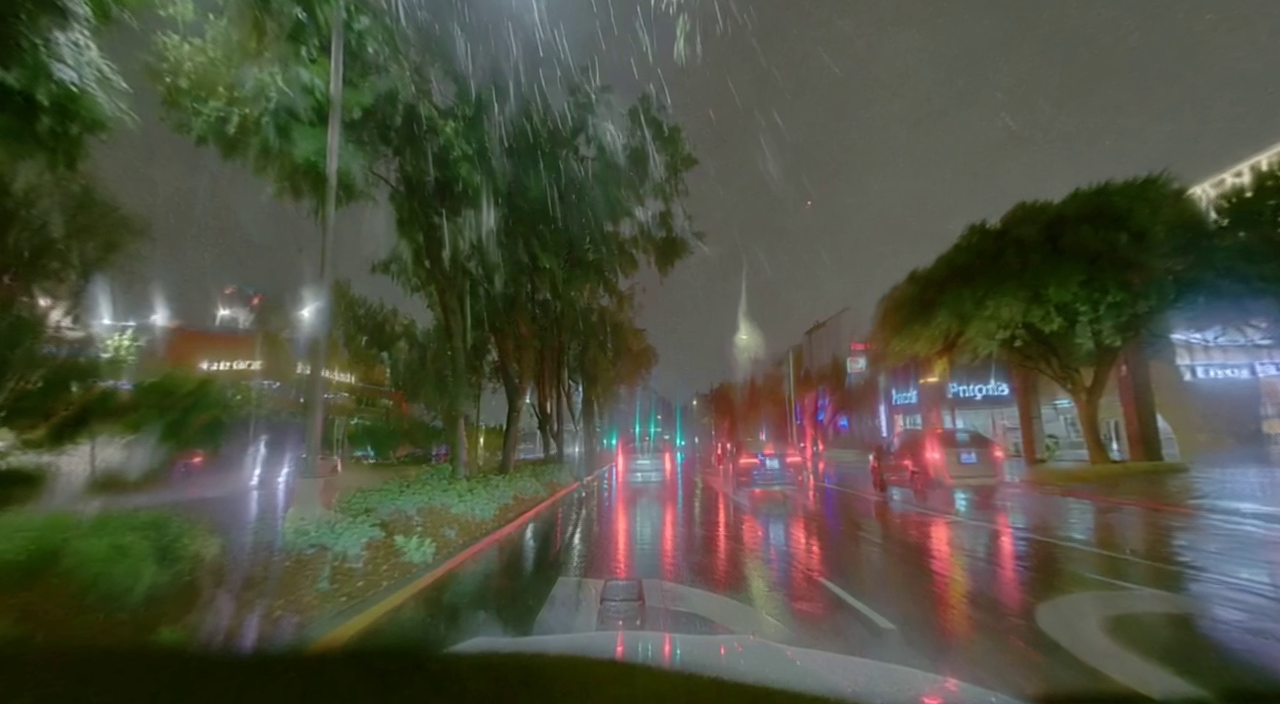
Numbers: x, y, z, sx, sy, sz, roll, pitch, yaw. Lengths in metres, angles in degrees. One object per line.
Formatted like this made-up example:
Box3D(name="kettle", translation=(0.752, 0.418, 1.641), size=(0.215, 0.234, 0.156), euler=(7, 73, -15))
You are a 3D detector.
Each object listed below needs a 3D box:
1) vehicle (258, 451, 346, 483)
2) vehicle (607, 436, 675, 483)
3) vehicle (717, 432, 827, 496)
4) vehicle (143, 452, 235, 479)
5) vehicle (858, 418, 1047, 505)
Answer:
Box3D(name="vehicle", translation=(-17.476, 5.956, 32.951), size=(2.069, 1.460, 4.716), euler=(0, -8, -1))
Box3D(name="vehicle", translation=(0.008, 3.633, 21.643), size=(2.101, 1.444, 4.248), euler=(0, -8, -1))
Box3D(name="vehicle", translation=(3.375, 2.970, 17.100), size=(1.993, 1.477, 4.240), euler=(0, -8, -1))
Box3D(name="vehicle", translation=(-29.920, 7.506, 41.964), size=(4.559, 1.663, 2.059), euler=(-1, -8, 3))
Box3D(name="vehicle", translation=(7.073, 2.550, 15.061), size=(2.052, 1.708, 4.842), euler=(0, -8, 0))
